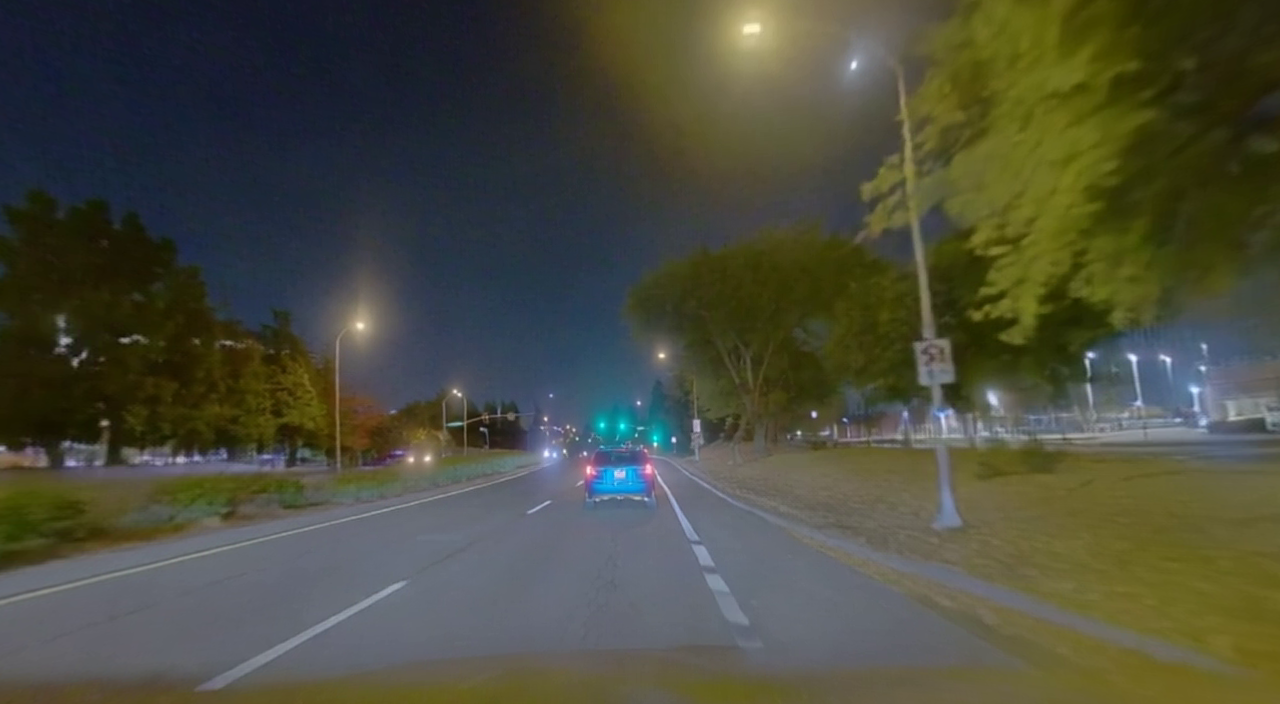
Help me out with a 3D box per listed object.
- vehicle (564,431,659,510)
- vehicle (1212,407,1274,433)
[{"bbox_3d":[-0.659,2.975,16.363,2.131,1.761,4.242,0,-8,0],"label":"vehicle"},{"bbox_3d":[42.978,4.907,45.130,2.042,1.634,4.326,-4,-9,29],"label":"vehicle"}]
